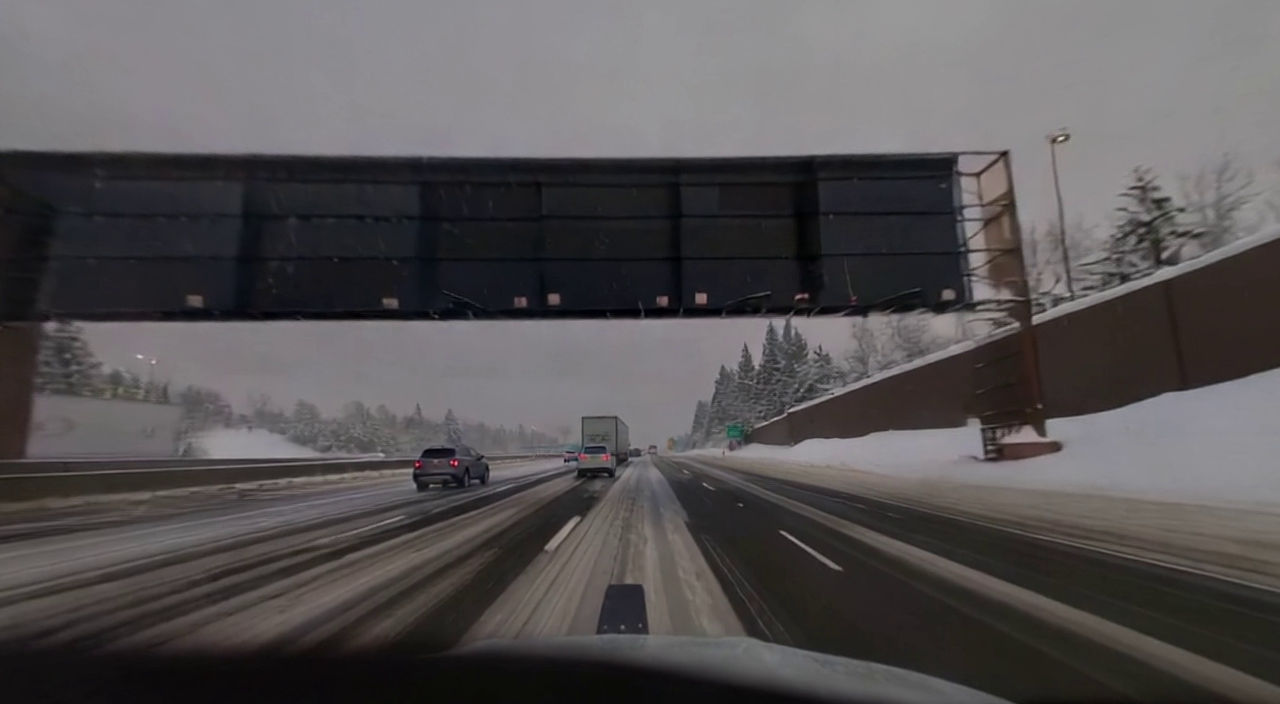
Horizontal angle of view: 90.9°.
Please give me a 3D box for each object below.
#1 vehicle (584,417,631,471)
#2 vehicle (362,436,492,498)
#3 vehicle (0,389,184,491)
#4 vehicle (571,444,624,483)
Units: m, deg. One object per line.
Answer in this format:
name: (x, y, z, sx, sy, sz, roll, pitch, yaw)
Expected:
vehicle: (-2.180, 6.588, 44.870, 2.794, 3.460, 8.595, 0, -9, 1)
vehicle: (-6.780, 3.716, 20.829, 2.401, 1.759, 5.126, 0, -9, 1)
vehicle: (-26.860, 3.843, 27.143, 2.889, 4.015, 15.036, 0, -9, 1)
vehicle: (-1.865, 5.008, 28.554, 2.168, 1.597, 3.615, 0, -9, 0)
